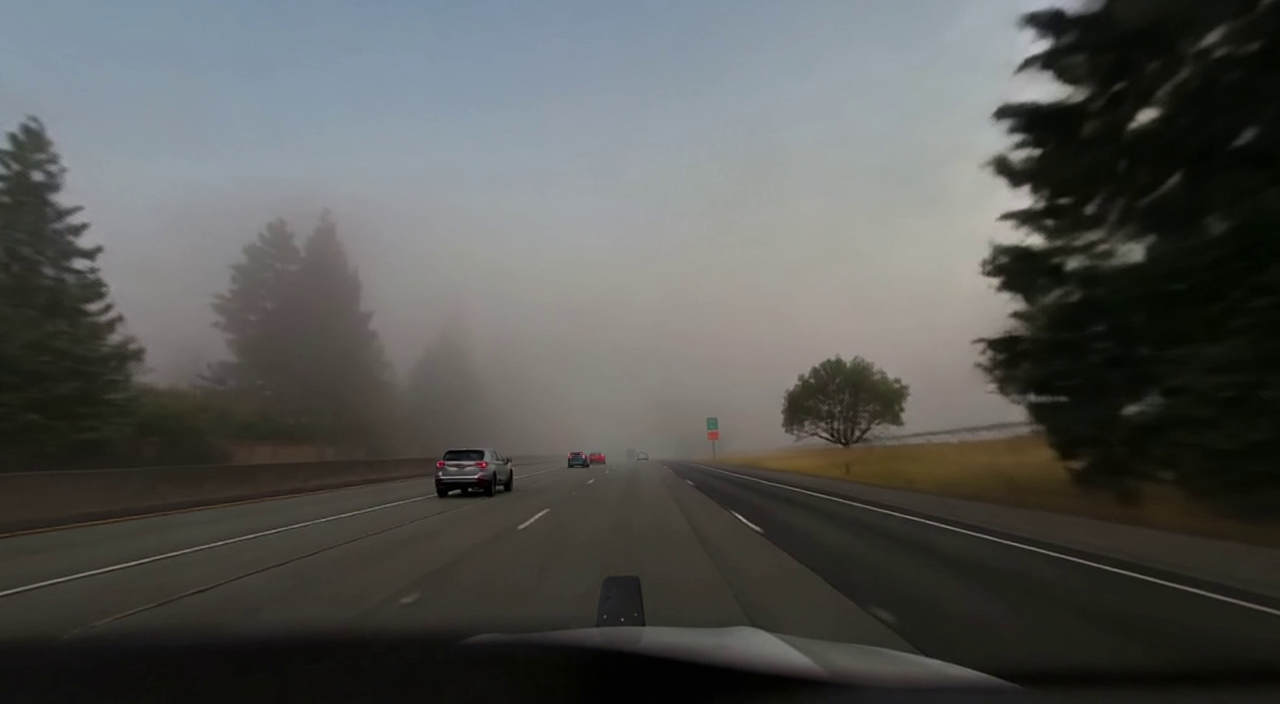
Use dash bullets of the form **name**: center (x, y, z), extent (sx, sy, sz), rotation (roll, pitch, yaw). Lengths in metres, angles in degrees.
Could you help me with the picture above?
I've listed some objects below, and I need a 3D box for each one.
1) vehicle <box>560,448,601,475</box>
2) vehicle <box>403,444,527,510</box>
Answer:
- **vehicle**: center (-3.520, 6.552, 37.904), extent (2.005, 1.474, 3.921), rotation (0, -9, 1)
- **vehicle**: center (-4.486, 3.263, 16.962), extent (1.975, 1.501, 4.603), rotation (0, -9, 1)
